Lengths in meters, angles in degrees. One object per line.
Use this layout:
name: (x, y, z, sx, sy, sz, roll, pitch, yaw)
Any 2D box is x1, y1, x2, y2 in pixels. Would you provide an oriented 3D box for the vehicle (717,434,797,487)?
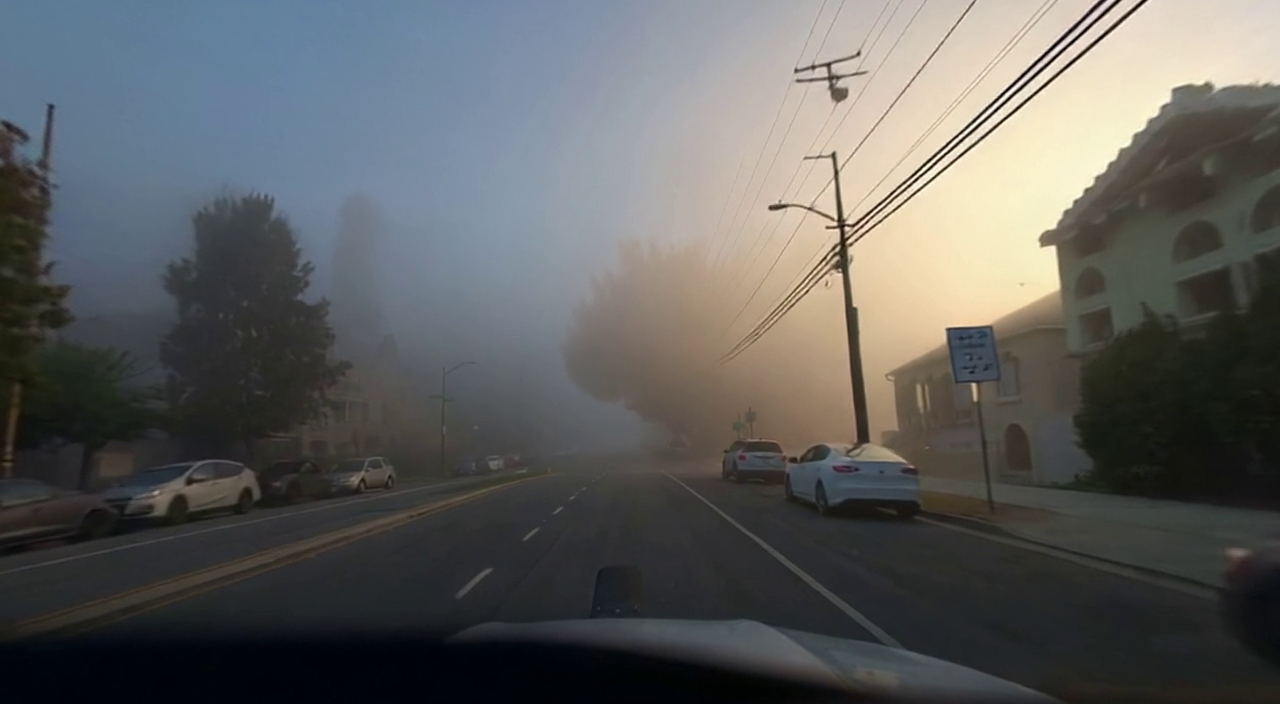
vehicle: (4.383, 4.127, 24.320, 2.126, 1.802, 4.259, 0, -9, -2)

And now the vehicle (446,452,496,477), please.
vehicle: (-11.438, 7.641, 43.140, 1.970, 1.523, 4.702, -1, -8, 2)

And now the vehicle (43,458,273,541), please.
vehicle: (-11.024, 3.343, 15.049, 1.955, 1.522, 4.759, 0, -8, -4)

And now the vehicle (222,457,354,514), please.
vehicle: (-11.025, 4.174, 20.222, 1.804, 1.513, 4.450, 0, -8, -2)

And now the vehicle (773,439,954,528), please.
vehicle: (4.265, 2.567, 12.976, 1.989, 1.471, 4.460, 0, -9, -1)
